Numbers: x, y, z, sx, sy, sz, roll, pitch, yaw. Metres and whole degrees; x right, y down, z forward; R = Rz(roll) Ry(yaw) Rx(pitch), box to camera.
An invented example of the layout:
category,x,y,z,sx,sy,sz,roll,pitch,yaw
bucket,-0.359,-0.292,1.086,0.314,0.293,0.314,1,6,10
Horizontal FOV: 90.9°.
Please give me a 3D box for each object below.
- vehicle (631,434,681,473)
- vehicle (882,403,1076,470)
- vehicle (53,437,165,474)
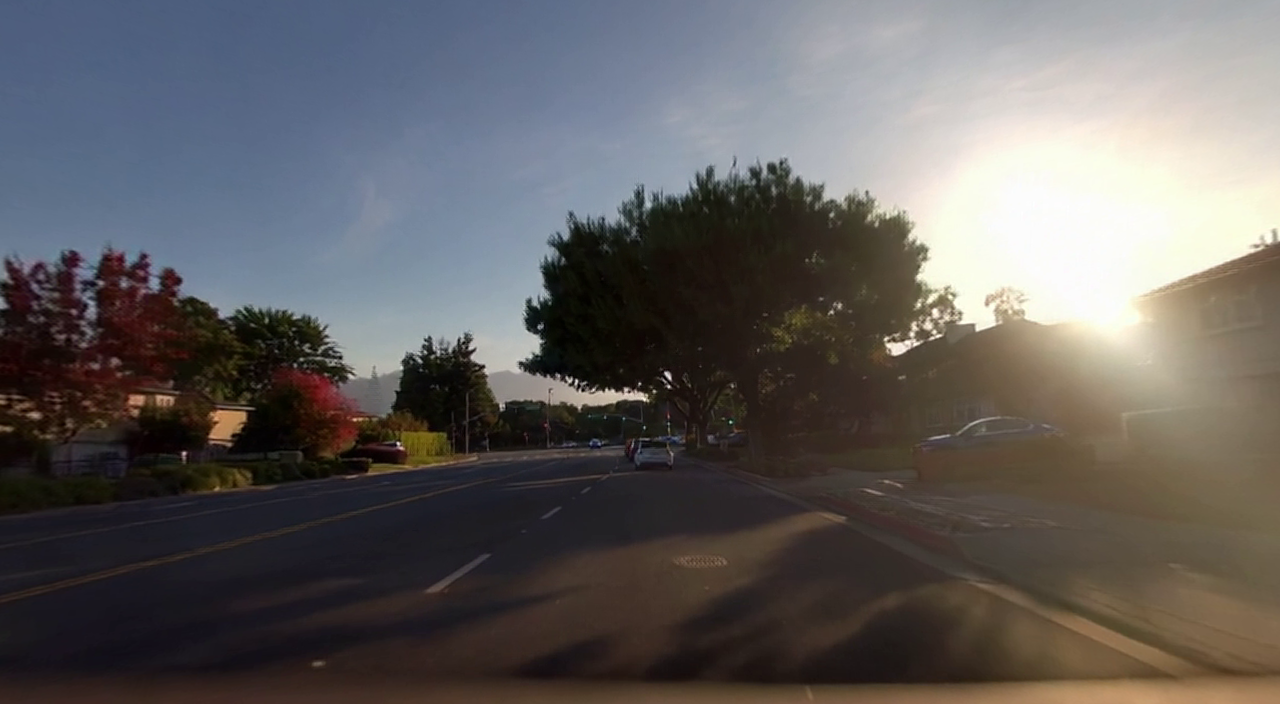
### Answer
category,x,y,z,sx,sy,sz,roll,pitch,yaw
vehicle,0.684,4.563,28.342,2.088,1.607,3.903,0,-9,1
vehicle,10.288,2.611,19.400,4.746,1.485,1.916,-6,-8,0
vehicle,-28.372,5.487,33.666,5.100,1.864,2.490,-4,-9,25
